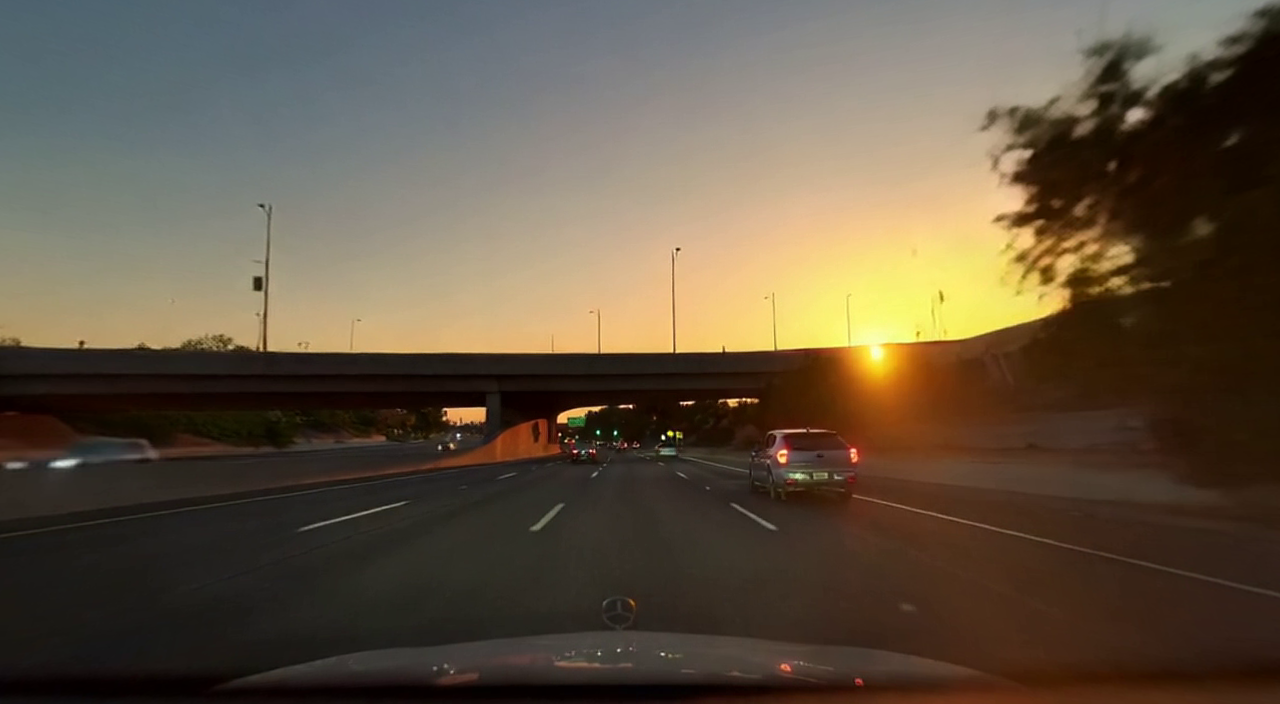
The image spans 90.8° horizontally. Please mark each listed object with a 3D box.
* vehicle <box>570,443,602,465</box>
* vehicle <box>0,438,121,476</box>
[{"bbox_3d":[-3.915,7.522,46.741,2.037,1.514,4.335,0,-8,-1],"label":"vehicle"},{"bbox_3d":[-24.620,4.389,26.630,1.889,1.472,4.455,0,-8,-4],"label":"vehicle"}]
